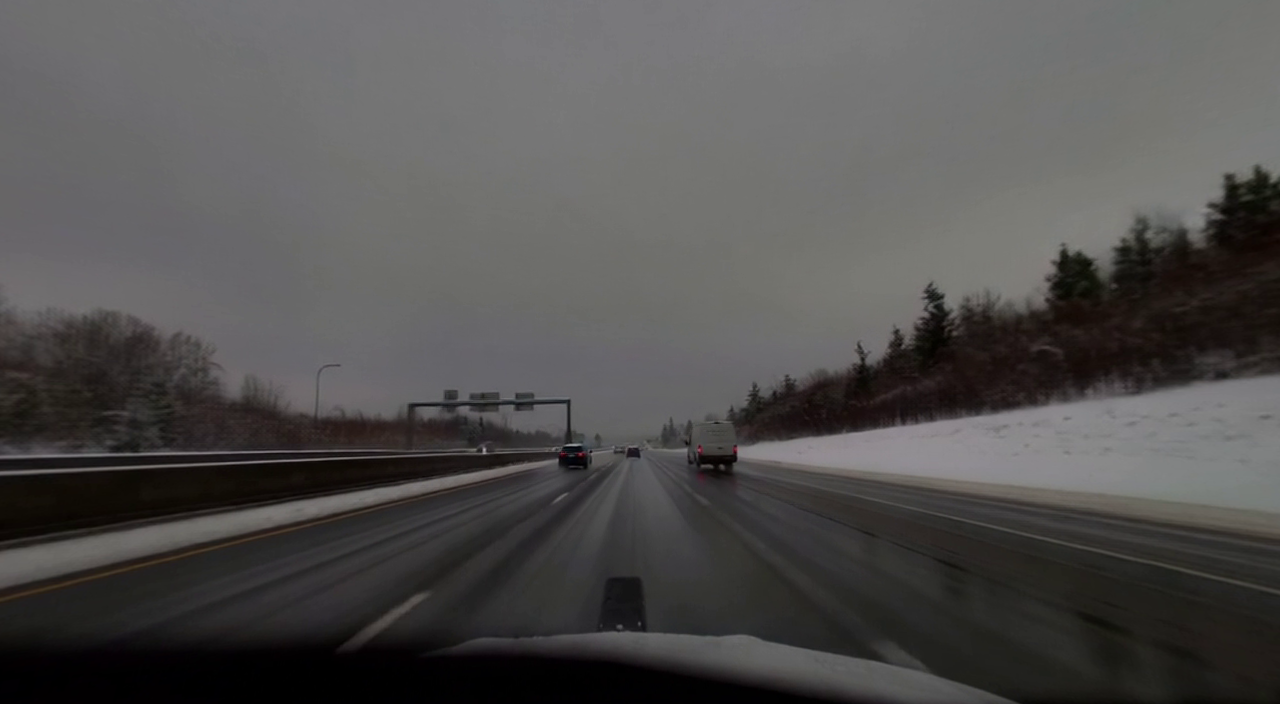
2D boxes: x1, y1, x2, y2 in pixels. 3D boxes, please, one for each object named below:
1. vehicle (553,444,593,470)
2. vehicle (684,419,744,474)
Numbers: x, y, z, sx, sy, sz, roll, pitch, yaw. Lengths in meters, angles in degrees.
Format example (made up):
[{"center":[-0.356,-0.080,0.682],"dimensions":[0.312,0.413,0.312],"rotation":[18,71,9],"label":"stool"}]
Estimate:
[{"center":[-4.211,6.667,40.251],"dimensions":[2.054,1.529,4.368],"rotation":[0,-9,0],"label":"vehicle"},{"center":[3.765,5.013,33.287],"dimensions":[2.361,2.636,5.684],"rotation":[0,-9,-2],"label":"vehicle"}]
